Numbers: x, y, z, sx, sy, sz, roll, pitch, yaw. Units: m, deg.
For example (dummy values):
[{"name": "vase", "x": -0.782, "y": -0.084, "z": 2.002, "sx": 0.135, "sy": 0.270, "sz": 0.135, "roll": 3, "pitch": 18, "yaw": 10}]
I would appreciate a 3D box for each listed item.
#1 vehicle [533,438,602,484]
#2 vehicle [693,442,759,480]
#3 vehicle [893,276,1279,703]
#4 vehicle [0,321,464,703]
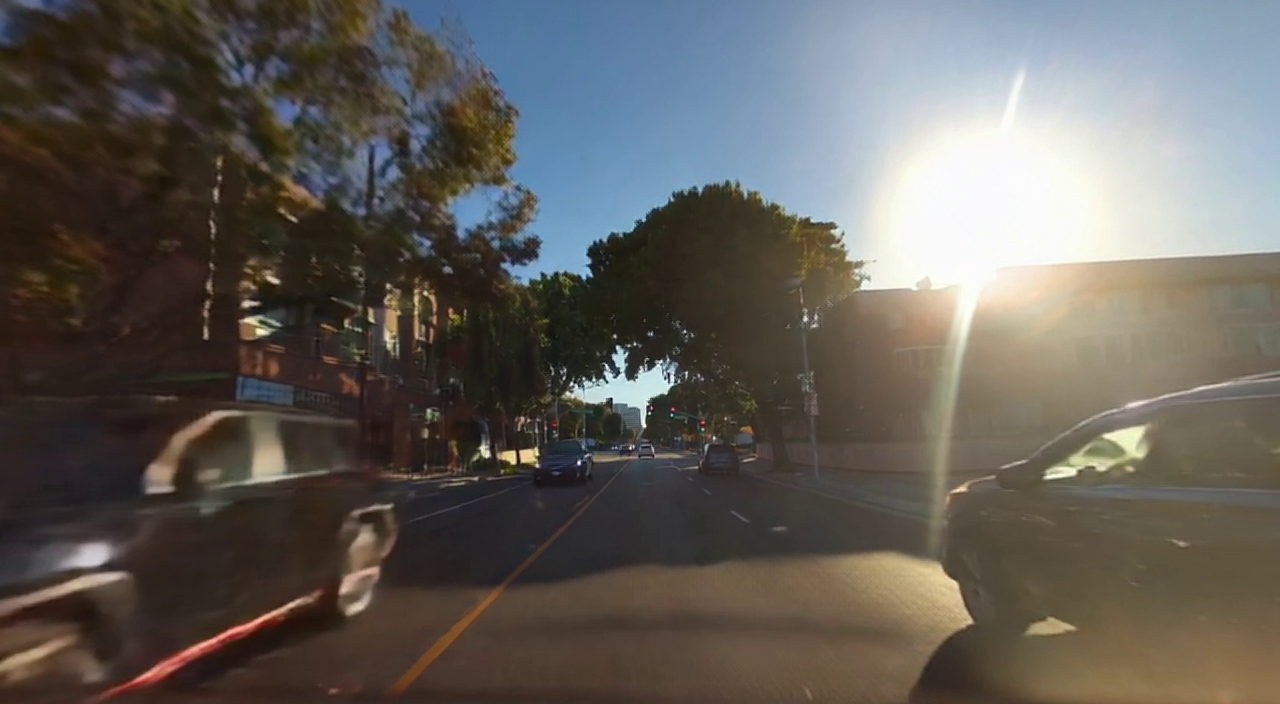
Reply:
[{"name": "vehicle", "x": -2.822, "y": 4.367, "z": 25.561, "sx": 2.109, "sy": 1.681, "sz": 4.417, "roll": 0, "pitch": -9, "yaw": 2}, {"name": "vehicle", "x": 3.513, "y": 4.560, "z": 26.677, "sx": 2.072, "sy": 1.471, "sz": 4.834, "roll": 0, "pitch": -9, "yaw": -1}, {"name": "vehicle", "x": 3.247, "y": 0.769, "z": 2.630, "sx": 2.251, "sy": 1.861, "sz": 5.144, "roll": 0, "pitch": -9, "yaw": 0}, {"name": "vehicle", "x": -3.540, "y": 1.209, "z": 4.902, "sx": 2.304, "sy": 1.886, "sz": 6.516, "roll": 0, "pitch": -9, "yaw": 2}]
